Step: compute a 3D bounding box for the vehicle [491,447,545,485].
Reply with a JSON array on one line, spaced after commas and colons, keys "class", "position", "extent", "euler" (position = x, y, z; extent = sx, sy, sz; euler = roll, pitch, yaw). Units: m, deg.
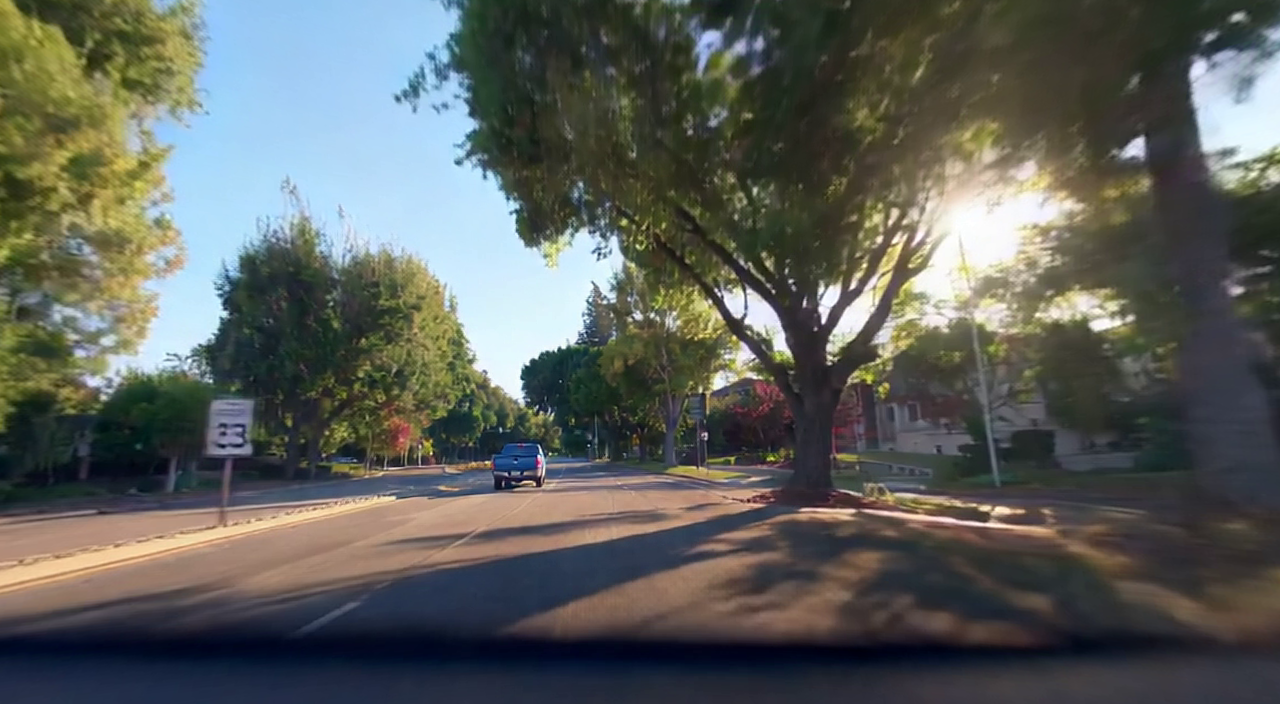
[{"class": "vehicle", "position": [-6.551, 6.194, 34.614], "extent": [2.267, 1.849, 6.402], "euler": [1, -9, -5]}]
